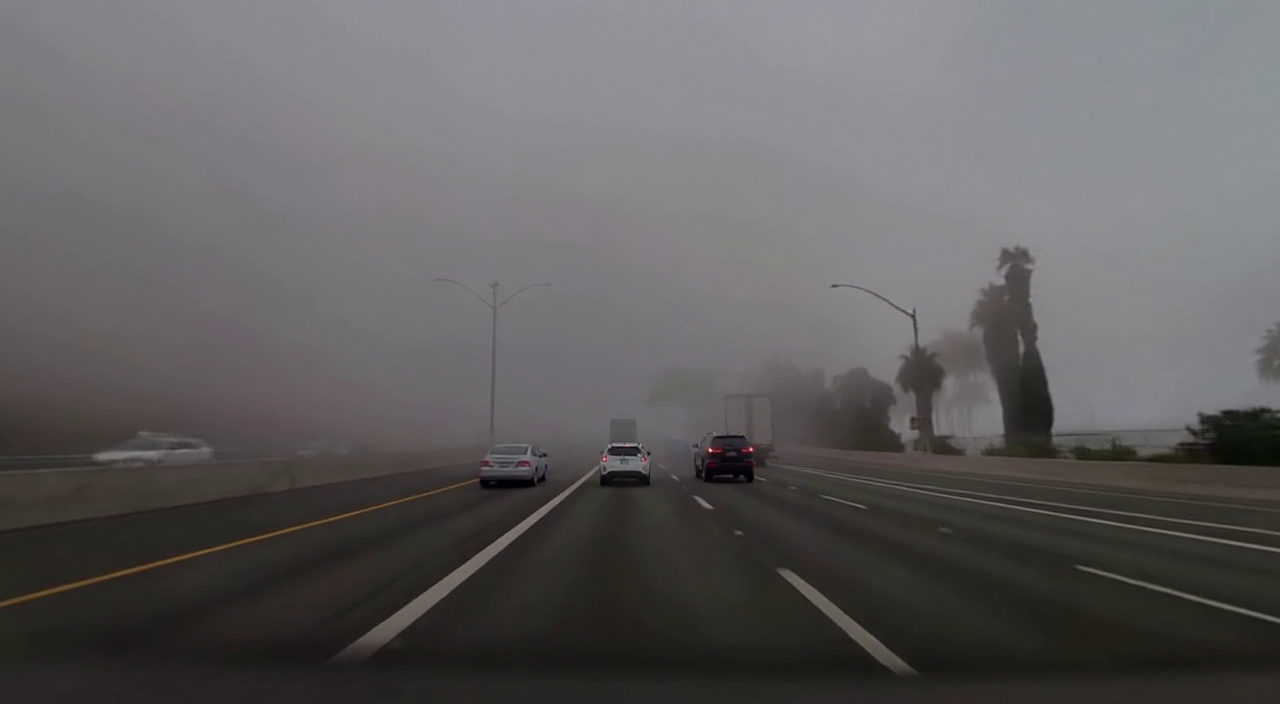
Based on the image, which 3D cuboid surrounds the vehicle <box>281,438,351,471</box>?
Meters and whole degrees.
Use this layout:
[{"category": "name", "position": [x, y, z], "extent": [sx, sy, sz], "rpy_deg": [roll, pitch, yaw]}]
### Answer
[{"category": "vehicle", "position": [-19.888, 6.284, 38.890], "extent": [2.038, 1.886, 4.746], "rpy_deg": [0, -8, -4]}]

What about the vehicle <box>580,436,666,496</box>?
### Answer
[{"category": "vehicle", "position": [-0.441, 3.166, 17.873], "extent": [2.136, 1.470, 3.971], "rpy_deg": [0, -8, 0]}]

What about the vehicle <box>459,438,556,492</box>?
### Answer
[{"category": "vehicle", "position": [-3.876, 3.385, 19.236], "extent": [1.998, 1.423, 4.436], "rpy_deg": [0, -8, 0]}]

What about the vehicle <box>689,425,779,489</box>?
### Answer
[{"category": "vehicle", "position": [2.967, 3.440, 20.972], "extent": [2.173, 1.870, 4.499], "rpy_deg": [0, -8, -2]}]
